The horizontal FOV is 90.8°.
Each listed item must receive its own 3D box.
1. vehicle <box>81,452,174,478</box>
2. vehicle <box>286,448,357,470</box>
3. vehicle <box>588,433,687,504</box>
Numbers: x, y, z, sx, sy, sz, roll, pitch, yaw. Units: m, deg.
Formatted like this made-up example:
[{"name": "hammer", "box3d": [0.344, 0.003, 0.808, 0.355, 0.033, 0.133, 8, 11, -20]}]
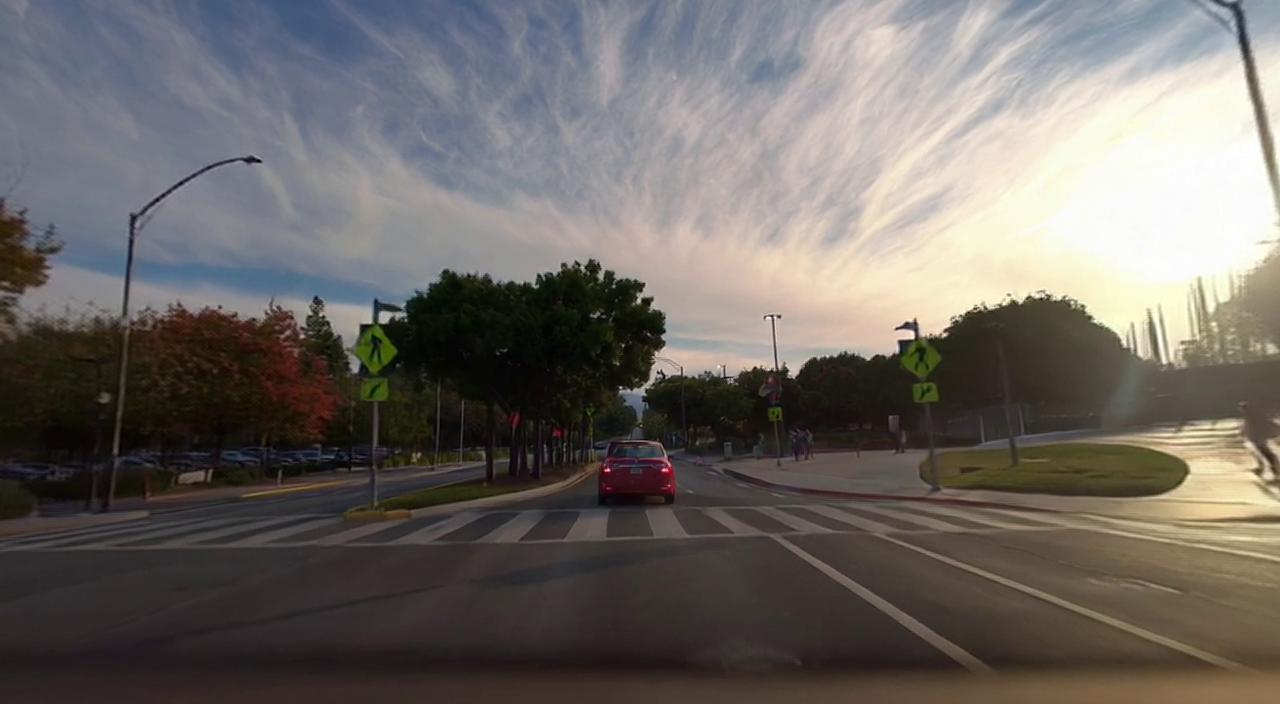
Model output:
[{"name": "vehicle", "box3d": [-35.597, 7.848, 43.988, 4.466, 1.619, 2.319, -1, -8, -1]}, {"name": "vehicle", "box3d": [-23.024, 7.750, 45.806, 4.038, 1.531, 2.015, 1, -9, -3]}, {"name": "vehicle", "box3d": [-0.122, 2.940, 16.406, 2.221, 1.570, 4.398, 0, -8, -2]}]
